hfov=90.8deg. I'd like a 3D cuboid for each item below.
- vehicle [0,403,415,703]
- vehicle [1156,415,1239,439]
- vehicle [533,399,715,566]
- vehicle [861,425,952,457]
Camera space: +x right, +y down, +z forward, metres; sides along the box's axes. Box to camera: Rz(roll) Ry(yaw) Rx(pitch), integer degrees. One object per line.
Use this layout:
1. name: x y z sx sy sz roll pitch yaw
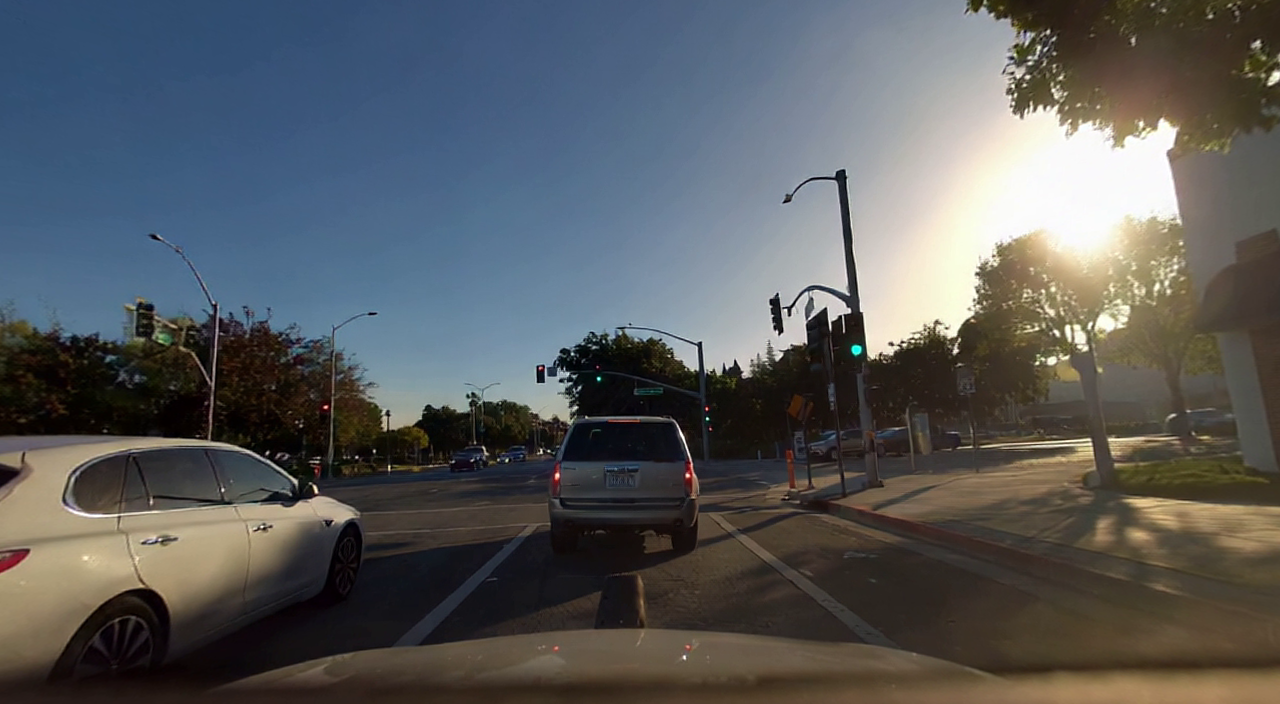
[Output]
1. vehicle: -3.380 1.270 4.608 2.011 1.527 4.008 0 -8 -1
2. vehicle: 35.670 4.836 40.435 4.509 1.487 1.915 3 -9 -20
3. vehicle: -0.180 1.797 9.374 2.059 1.877 4.249 0 -8 0
4. vehicle: 13.575 4.554 32.258 3.830 1.545 2.006 3 -9 -18
